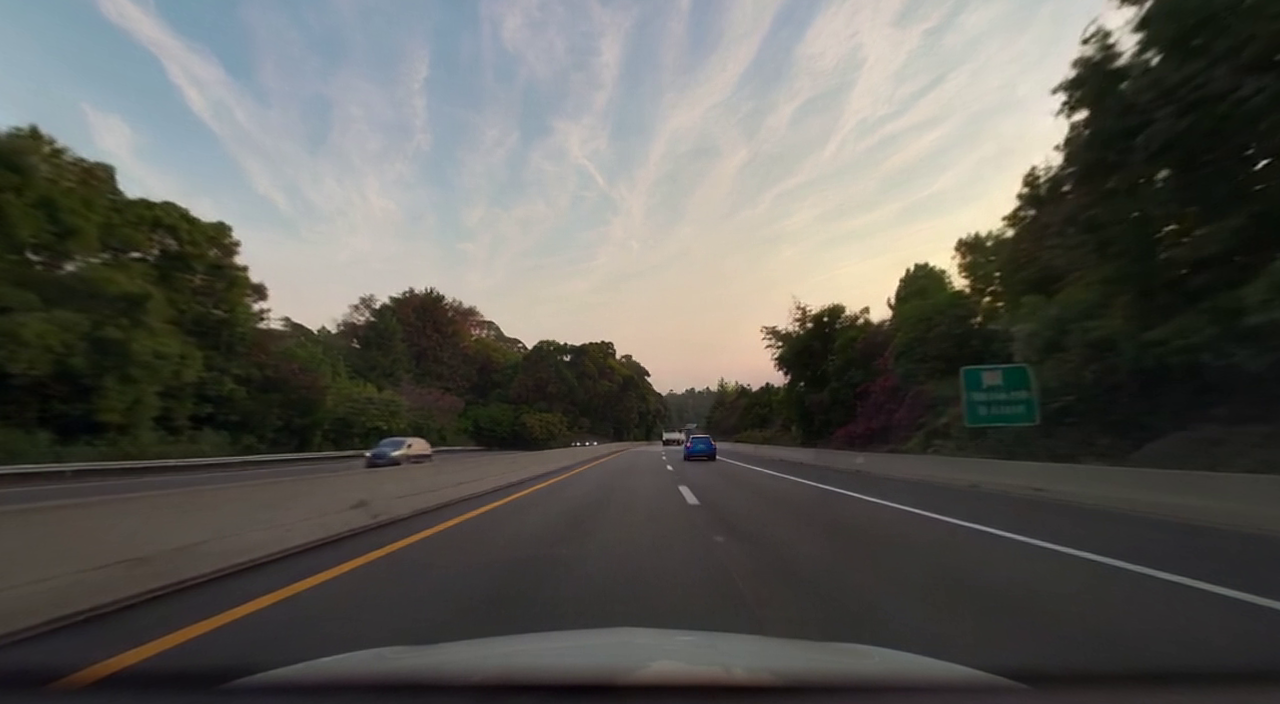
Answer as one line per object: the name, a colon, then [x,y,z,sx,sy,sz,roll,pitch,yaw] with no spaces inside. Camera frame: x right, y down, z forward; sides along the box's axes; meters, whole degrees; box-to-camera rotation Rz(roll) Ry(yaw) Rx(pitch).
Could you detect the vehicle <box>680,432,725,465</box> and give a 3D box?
vehicle: [3.325,5.270,34.396,2.022,1.663,4.245,0,-8,0]
